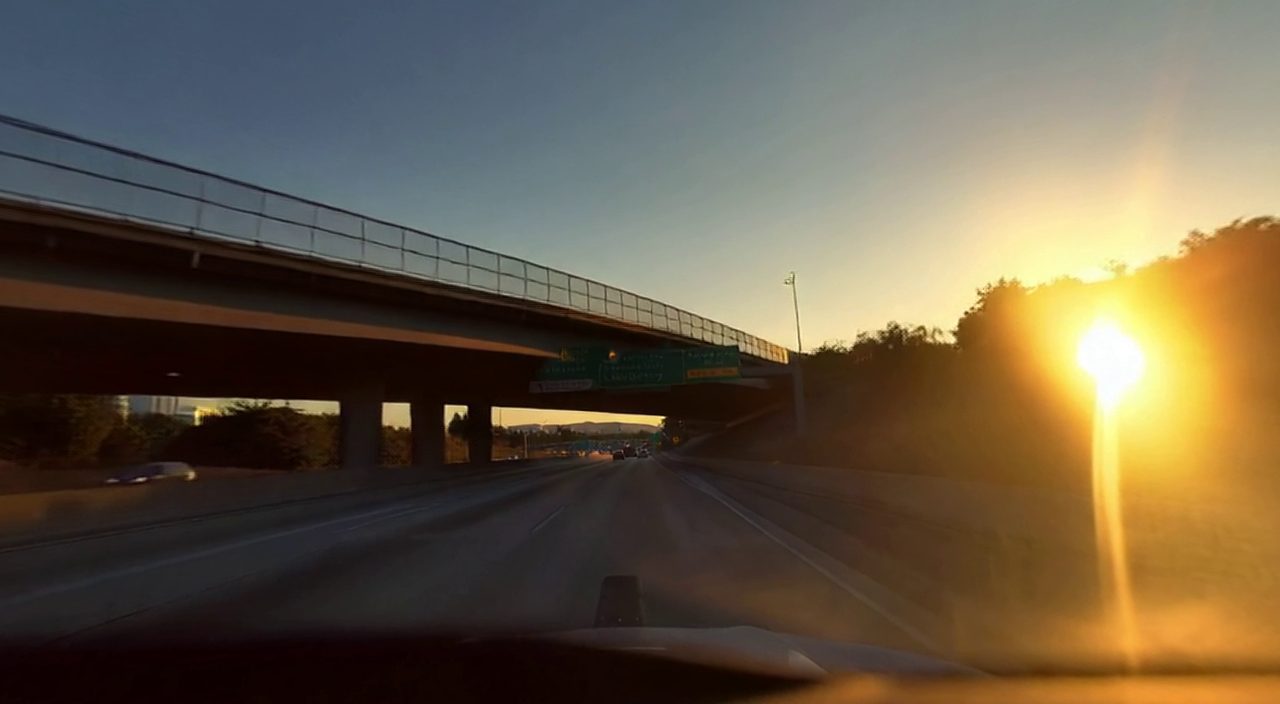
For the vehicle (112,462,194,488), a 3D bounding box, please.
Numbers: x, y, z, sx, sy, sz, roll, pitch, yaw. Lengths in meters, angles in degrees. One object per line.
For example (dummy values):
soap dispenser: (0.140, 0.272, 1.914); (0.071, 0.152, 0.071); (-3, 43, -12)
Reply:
vehicle: (-31.407, 7.947, 40.737); (1.757, 1.442, 4.577); (0, -9, -2)
